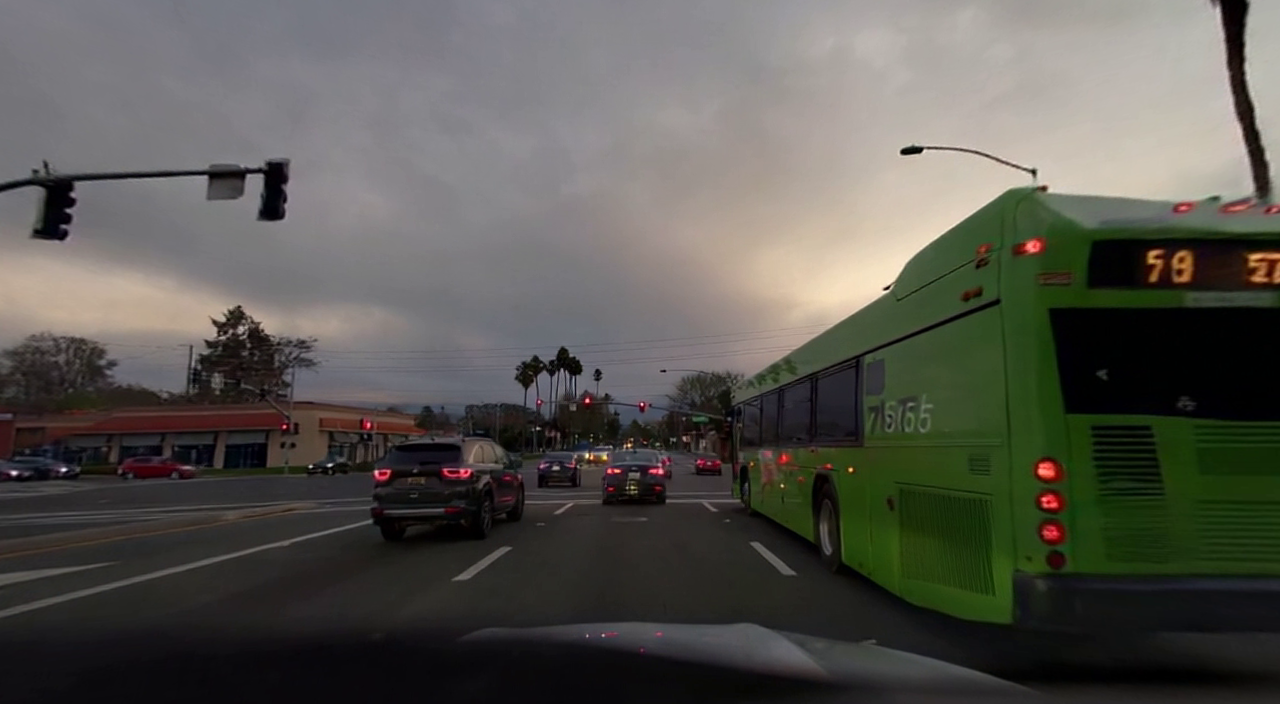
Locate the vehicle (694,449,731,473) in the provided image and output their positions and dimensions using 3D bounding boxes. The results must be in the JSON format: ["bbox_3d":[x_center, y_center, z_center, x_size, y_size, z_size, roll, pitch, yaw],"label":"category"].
[{"bbox_3d":[4.709,7.163,41.603,1.989,1.467,4.364,0,-9,1],"label":"vehicle"}]

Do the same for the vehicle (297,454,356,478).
[{"bbox_3d":[-23.325,8.446,46.960,4.679,1.679,1.899,-7,-11,37],"label":"vehicle"}]

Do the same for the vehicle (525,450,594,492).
[{"bbox_3d":[-2.938,4.435,23.902,1.919,1.415,4.178,-1,-9,2],"label":"vehicle"}]

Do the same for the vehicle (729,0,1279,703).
[{"bbox_3d":[3.842,0.817,9.721,3.068,4.026,13.534,0,-9,0],"label":"vehicle"}]

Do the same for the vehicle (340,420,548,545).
[{"bbox_3d":[-3.263,2.315,11.881,2.145,1.824,4.974,-1,-9,2],"label":"vehicle"}]

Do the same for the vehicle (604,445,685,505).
[{"bbox_3d":[0.158,3.429,17.989,2.060,1.499,3.831,0,-9,1],"label":"vehicle"}]

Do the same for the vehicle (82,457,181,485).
[{"bbox_3d":[-34.699,8.146,43.246,4.872,1.622,2.022,-1,-9,-7],"label":"vehicle"}]
